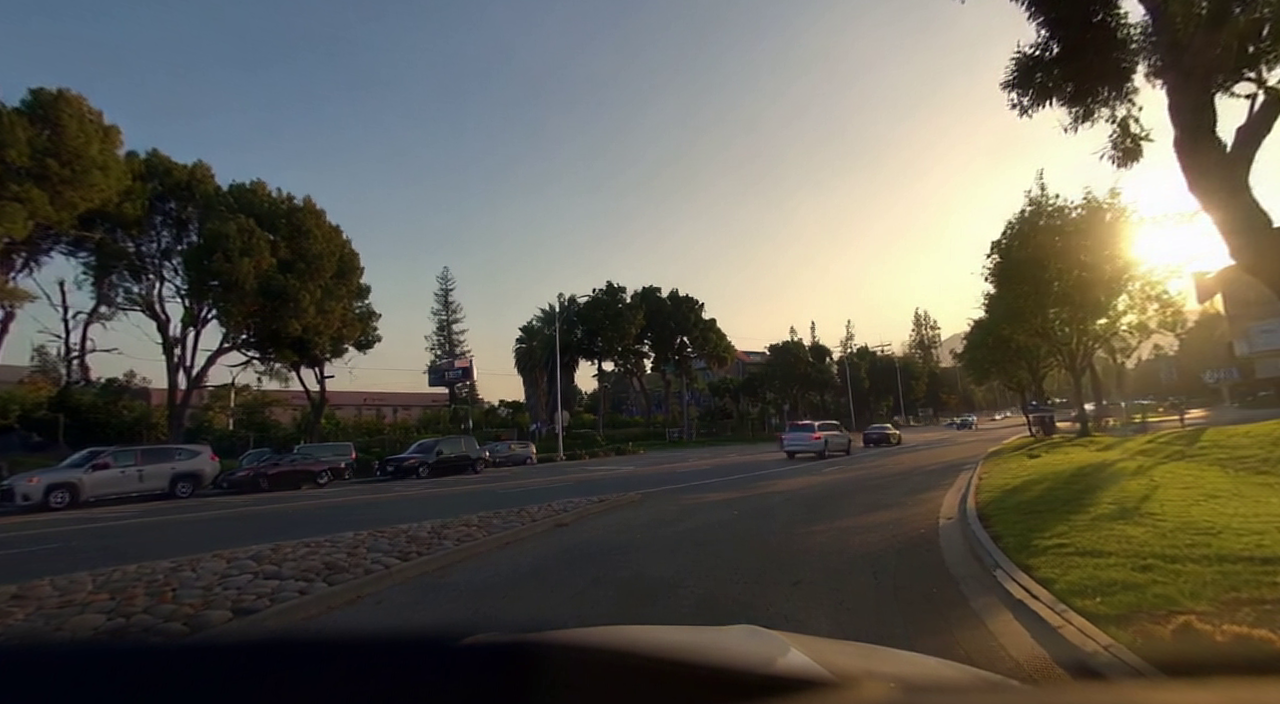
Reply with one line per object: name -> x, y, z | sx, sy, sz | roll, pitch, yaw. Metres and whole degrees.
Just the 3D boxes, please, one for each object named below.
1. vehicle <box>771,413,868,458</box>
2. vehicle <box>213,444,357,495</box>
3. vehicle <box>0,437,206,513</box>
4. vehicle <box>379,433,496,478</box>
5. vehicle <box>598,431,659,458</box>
vehicle -> 8.941, 4.135, 31.213 | 2.517, 1.936, 4.748 | -11, -13, 43
vehicle -> -13.562, 4.443, 24.369 | 1.904, 1.719, 4.326 | -5, -9, 35
vehicle -> -16.741, 3.680, 19.579 | 2.294, 2.000, 4.788 | -7, -10, 30
vehicle -> -9.667, 4.934, 30.476 | 2.134, 1.924, 4.911 | -6, -10, 39
vehicle -> -0.700, 6.302, 43.192 | 1.926, 1.691, 4.646 | -5, -9, 32
